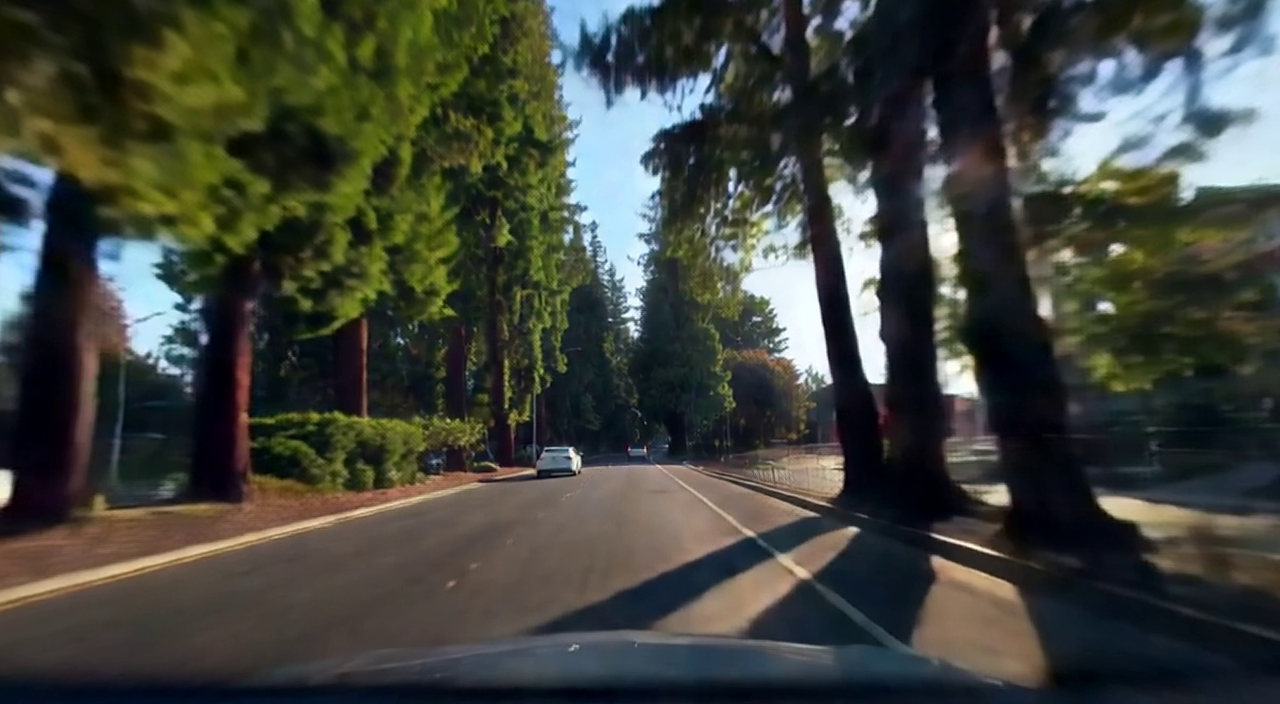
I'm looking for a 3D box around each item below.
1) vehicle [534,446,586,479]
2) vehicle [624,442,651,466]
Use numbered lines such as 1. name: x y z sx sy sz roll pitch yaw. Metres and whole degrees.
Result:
1. vehicle: -3.731 5.242 30.171 1.917 1.448 4.178 0 -9 0
2. vehicle: -0.215 7.989 49.459 2.018 1.769 3.897 0 -9 0
